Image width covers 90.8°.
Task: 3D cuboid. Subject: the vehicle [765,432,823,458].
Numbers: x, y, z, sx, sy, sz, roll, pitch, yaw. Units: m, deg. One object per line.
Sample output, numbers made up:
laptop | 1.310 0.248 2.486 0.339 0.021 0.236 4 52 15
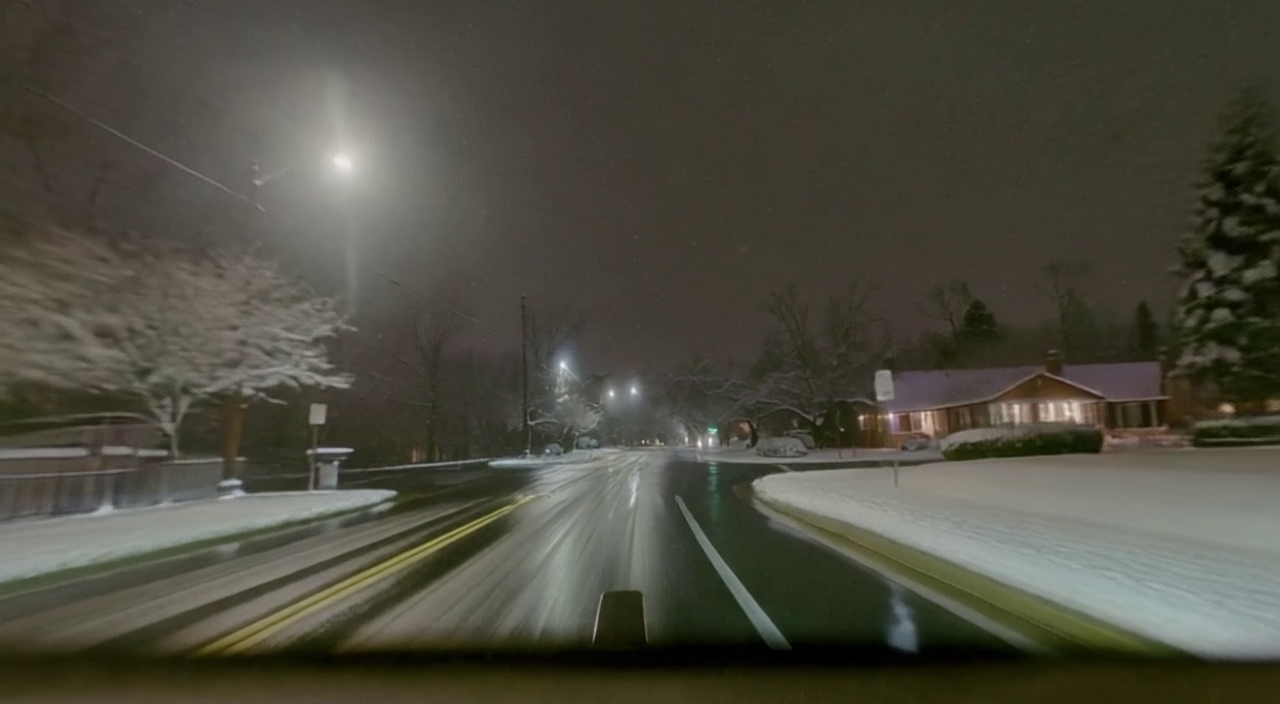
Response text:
vehicle | 12.085 7.278 49.767 2.199 1.661 4.495 5 -6 -22

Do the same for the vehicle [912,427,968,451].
vehicle | 20.873 6.019 43.886 4.241 1.560 1.979 6 -9 -43
